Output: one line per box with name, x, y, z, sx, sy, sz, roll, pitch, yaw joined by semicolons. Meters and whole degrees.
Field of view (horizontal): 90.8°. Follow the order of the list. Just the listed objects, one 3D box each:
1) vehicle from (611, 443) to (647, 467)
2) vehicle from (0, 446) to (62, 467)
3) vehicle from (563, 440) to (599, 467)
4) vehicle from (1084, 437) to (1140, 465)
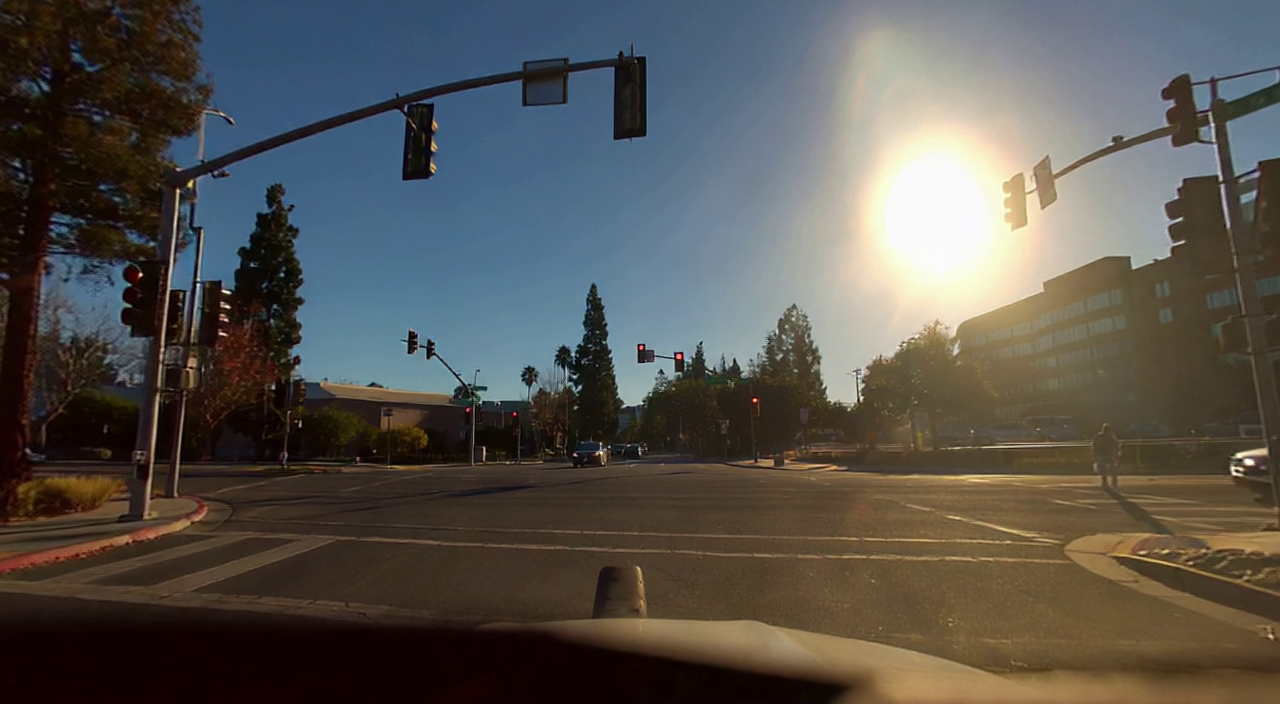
vehicle;-0.803;6.830;41.992;2.056;1.492;3.937;1;-9;-6
vehicle;-42.199;7.094;42.973;4.628;1.414;1.897;-2;-9;14
vehicle;-4.061;7.105;44.308;2.251;1.756;4.610;0;-9;-2
vehicle;27.015;5.655;36.114;2.092;1.474;4.046;-8;-11;41
